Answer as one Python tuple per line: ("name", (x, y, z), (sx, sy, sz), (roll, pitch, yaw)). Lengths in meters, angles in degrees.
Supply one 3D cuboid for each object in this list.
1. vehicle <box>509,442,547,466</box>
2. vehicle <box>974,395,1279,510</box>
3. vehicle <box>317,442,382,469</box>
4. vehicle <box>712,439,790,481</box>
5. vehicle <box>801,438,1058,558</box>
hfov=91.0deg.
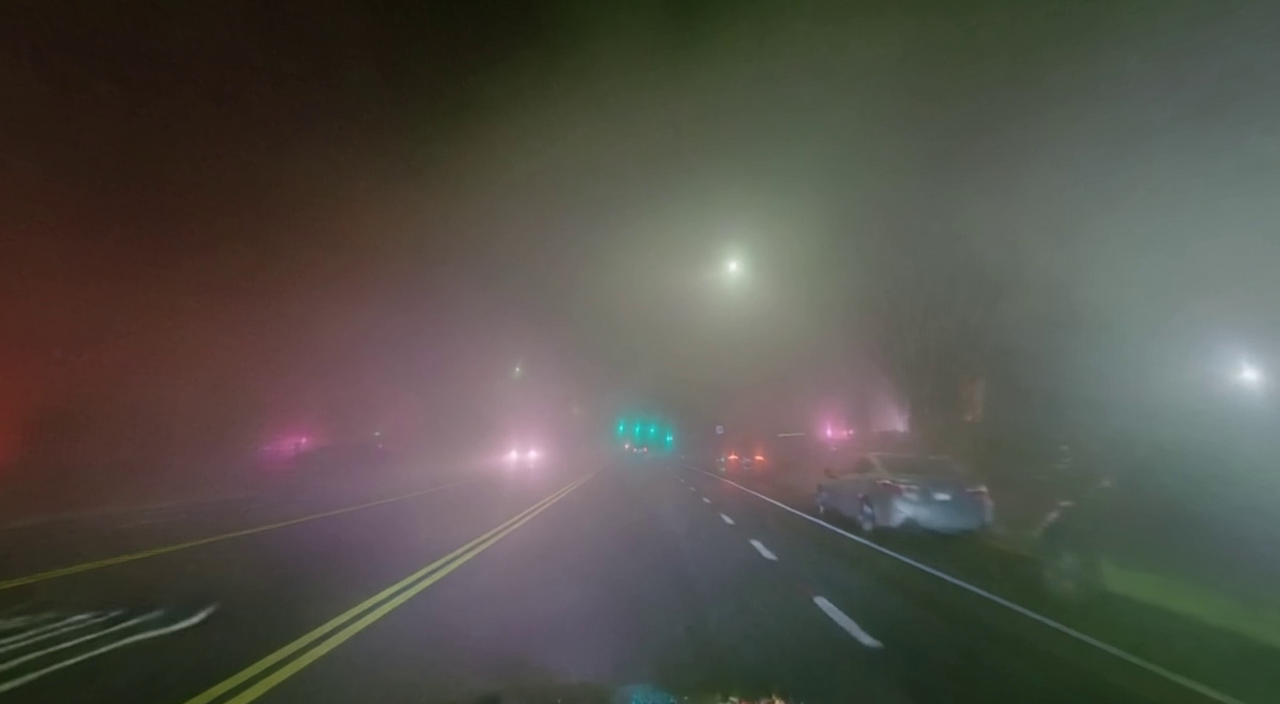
("vehicle", (-7.770, 7.123, 44.037), (1.867, 1.603, 3.983), (0, -8, 1))
("vehicle", (10.090, 1.984, 12.721), (5.332, 1.912, 2.147), (-3, -8, 1))
("vehicle", (-22.471, 7.991, 48.769), (4.052, 1.641, 1.939), (-5, -7, -2))
("vehicle", (4.467, 4.450, 26.312), (2.154, 1.550, 5.785), (0, -8, -1))
("vehicle", (4.245, 2.186, 10.377), (1.968, 1.482, 4.991), (0, -8, 1))
